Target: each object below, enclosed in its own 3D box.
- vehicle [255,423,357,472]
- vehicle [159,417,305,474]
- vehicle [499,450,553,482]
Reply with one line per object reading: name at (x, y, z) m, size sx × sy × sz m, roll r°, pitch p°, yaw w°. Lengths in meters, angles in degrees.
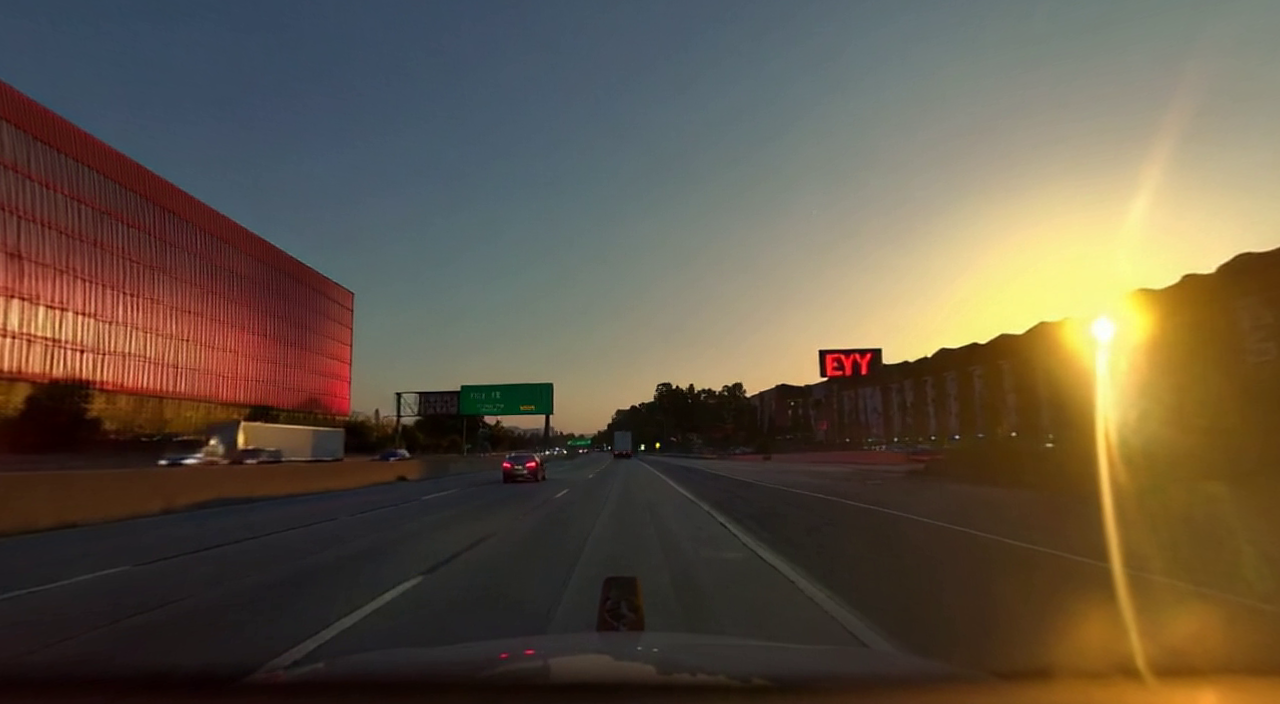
vehicle at (-24.821, 7.192, 47.605) m, size 2.785 × 3.272 × 9.199 m, roll 0°, pitch -9°, yaw -1°
vehicle at (-24.619, 5.792, 38.934) m, size 2.960 × 3.052 × 9.368 m, roll 0°, pitch -9°, yaw -2°
vehicle at (-5.783, 5.806, 32.508) m, size 1.943 × 1.510 × 4.201 m, roll 0°, pitch -9°, yaw 0°
